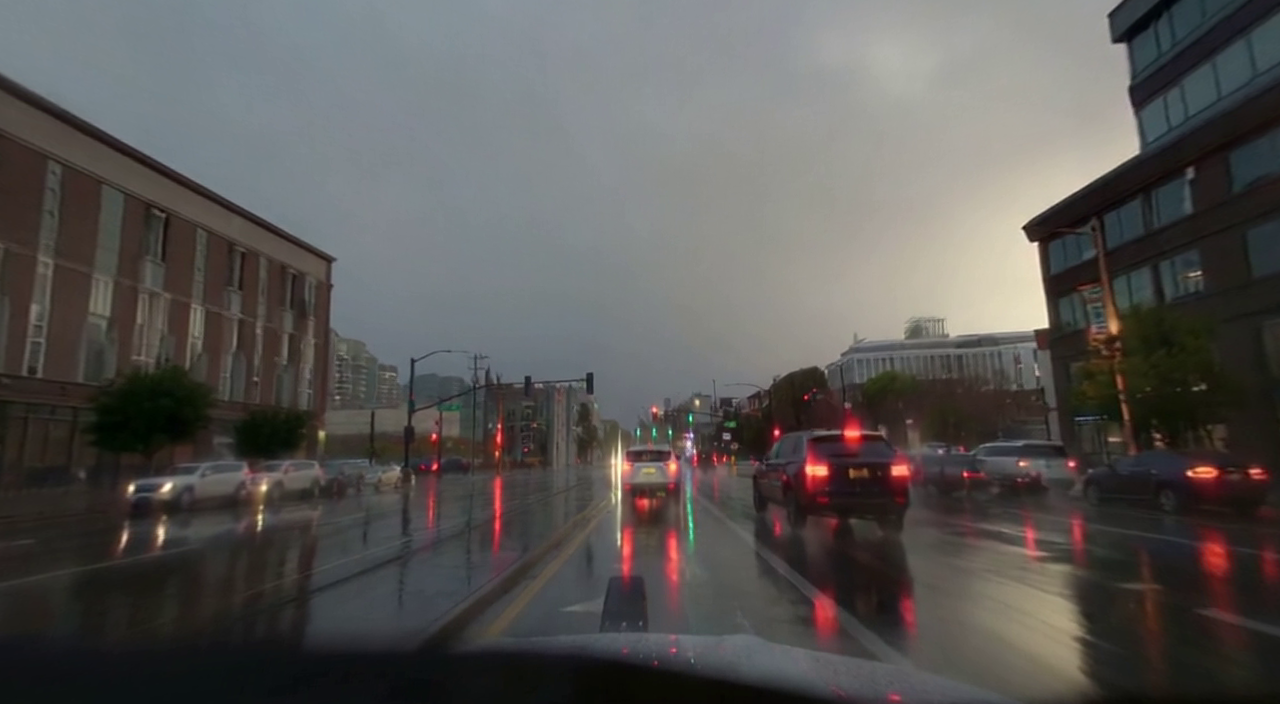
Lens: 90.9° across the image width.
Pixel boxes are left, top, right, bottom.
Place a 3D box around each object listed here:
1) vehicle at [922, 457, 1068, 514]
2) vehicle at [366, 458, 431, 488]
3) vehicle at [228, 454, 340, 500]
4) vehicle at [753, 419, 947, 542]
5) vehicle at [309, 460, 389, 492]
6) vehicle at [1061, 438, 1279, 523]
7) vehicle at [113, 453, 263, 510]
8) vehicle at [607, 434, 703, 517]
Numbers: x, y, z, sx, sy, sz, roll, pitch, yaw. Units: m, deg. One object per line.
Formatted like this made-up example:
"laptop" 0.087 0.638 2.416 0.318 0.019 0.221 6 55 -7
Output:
"vehicle" 10.514 3.944 19.160 1.863 1.426 4.494 0 -9 1
"vehicle" -14.980 7.499 39.477 2.096 1.416 4.885 0 -6 1
"vehicle" -15.157 5.310 27.297 1.825 1.685 5.220 0 -9 -1
"vehicle" 3.782 2.422 12.605 2.115 1.932 5.189 0 -9 0
"vehicle" -15.035 6.426 32.936 1.792 1.429 5.161 0 -9 -1
"vehicle" 14.025 3.361 16.669 2.151 1.833 5.323 -1 -11 2
"vehicle" -15.253 4.347 21.667 1.698 1.466 4.713 0 -6 0
"vehicle" 0.344 3.152 16.679 2.157 1.863 4.665 0 -9 0
